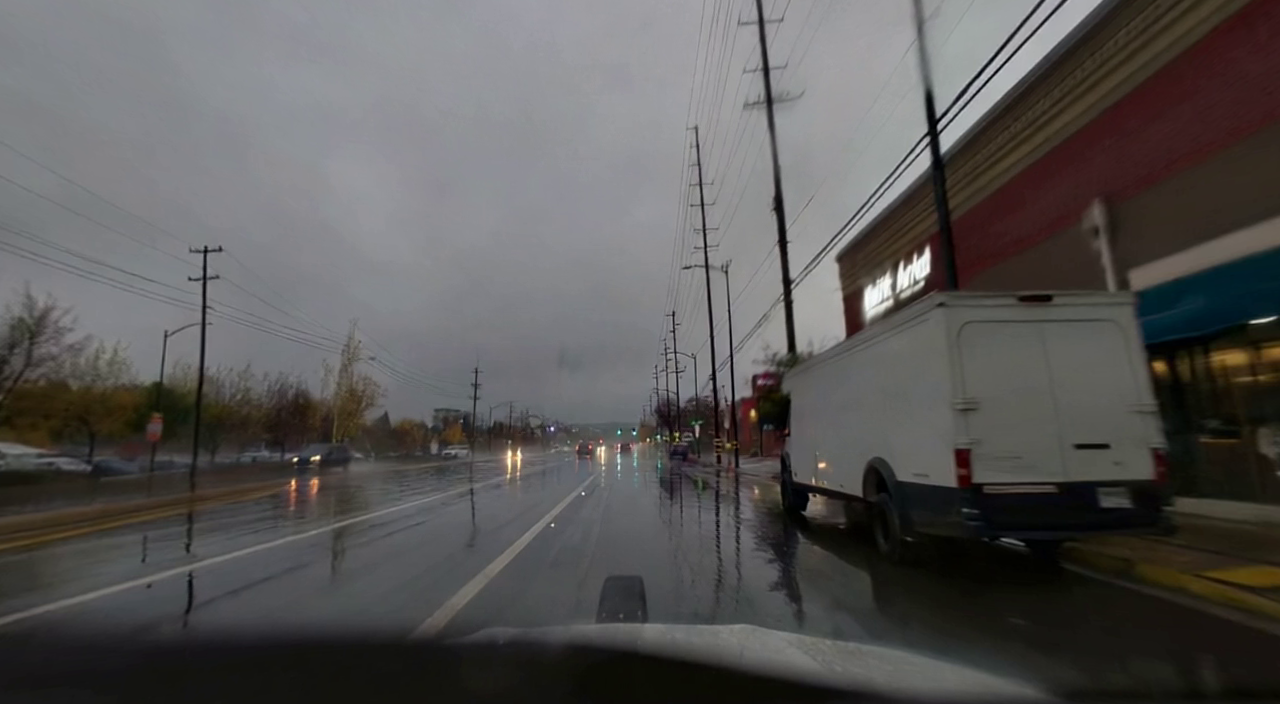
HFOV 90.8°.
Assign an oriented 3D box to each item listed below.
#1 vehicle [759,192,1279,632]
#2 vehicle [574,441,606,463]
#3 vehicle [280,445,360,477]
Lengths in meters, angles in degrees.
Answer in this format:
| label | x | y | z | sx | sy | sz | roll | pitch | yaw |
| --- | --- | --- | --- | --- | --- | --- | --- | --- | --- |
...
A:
| label | x | y | z | sx | sy | sz | roll | pitch | yaw |
| --- | --- | --- | --- | --- | --- | --- | --- | --- | --- |
| vehicle | 3.875 | 0.931 | 8.392 | 3.089 | 3.207 | 7.611 | 0 | -9 | 0 |
| vehicle | -3.724 | 7.532 | 47.690 | 2.179 | 1.490 | 4.742 | 0 | -9 | -2 |
| vehicle | -18.509 | 6.309 | 36.806 | 2.144 | 1.725 | 4.716 | 0 | -9 | 0 |
